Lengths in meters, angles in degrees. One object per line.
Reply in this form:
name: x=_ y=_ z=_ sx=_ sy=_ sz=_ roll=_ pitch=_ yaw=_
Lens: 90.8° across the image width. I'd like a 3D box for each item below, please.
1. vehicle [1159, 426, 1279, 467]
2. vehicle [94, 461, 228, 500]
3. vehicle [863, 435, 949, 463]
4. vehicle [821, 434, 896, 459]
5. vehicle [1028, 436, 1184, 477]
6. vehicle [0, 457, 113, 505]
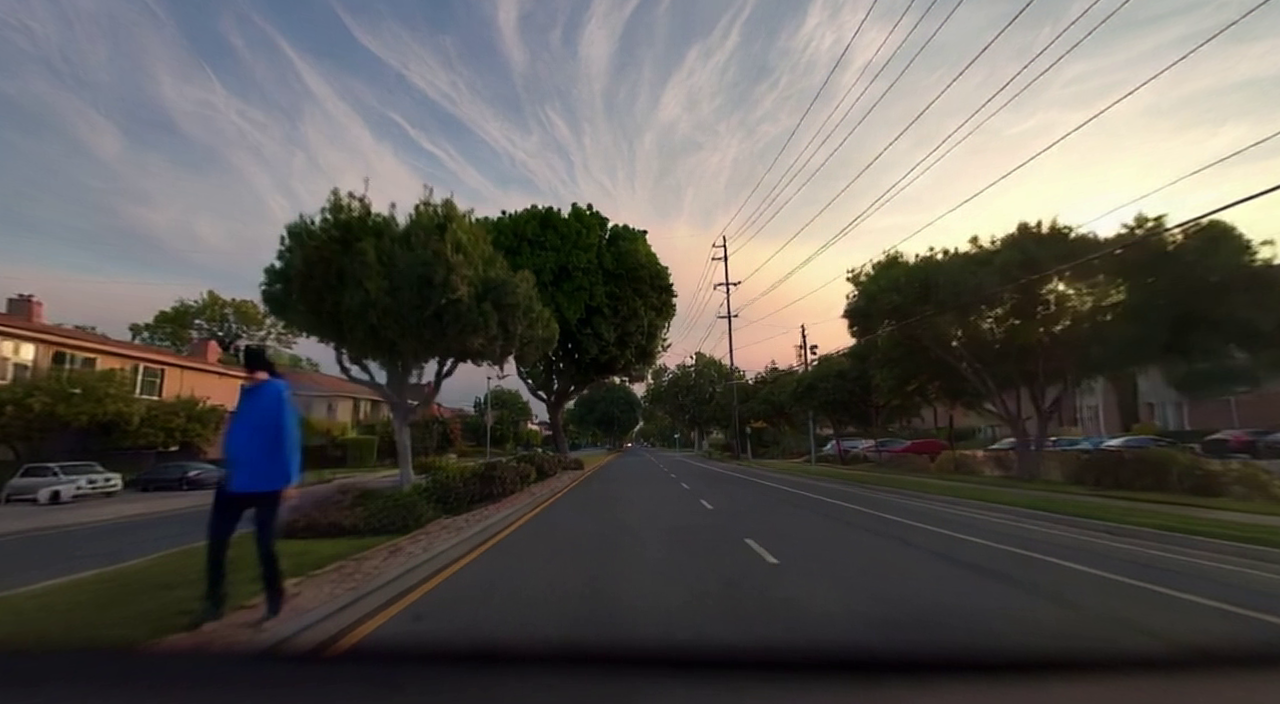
vehicle: x=31.226 y=4.949 z=33.171 sx=2.206 sy=1.971 sz=5.600 roll=3 pitch=-9 yaw=-21
vehicle: x=-21.844 y=5.904 z=29.028 sx=4.354 sy=1.450 sz=2.043 roll=-1 pitch=-11 yaw=-11
vehicle: x=16.998 y=6.218 z=40.566 sx=4.560 sy=1.725 sz=2.096 roll=0 pitch=-9 yaw=-3
vehicle: x=16.607 y=7.185 z=48.161 sx=4.833 sy=1.786 sz=2.136 roll=0 pitch=-8 yaw=-2
vehicle: x=17.515 y=3.941 z=23.927 sx=4.246 sy=1.427 sz=2.055 roll=0 pitch=-9 yaw=0
vehicle: x=-27.080 y=5.786 z=28.504 sx=4.690 sy=1.966 sz=1.970 roll=0 pitch=-9 yaw=-2
